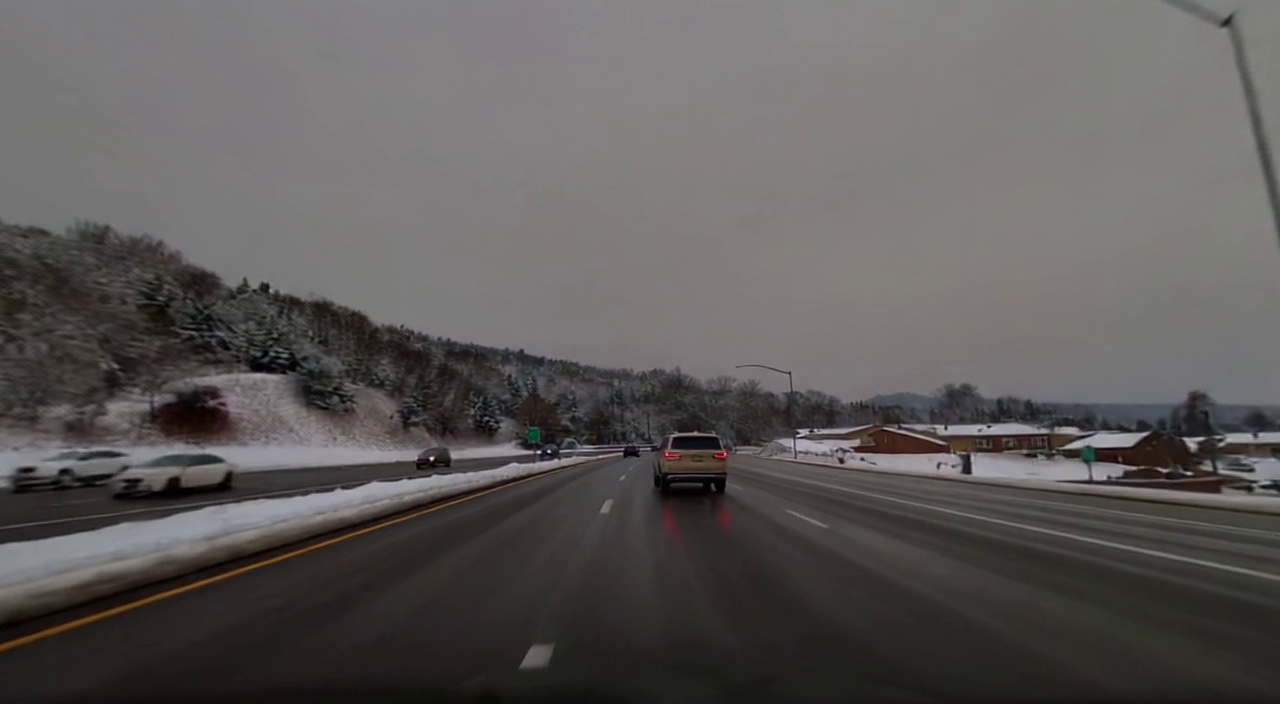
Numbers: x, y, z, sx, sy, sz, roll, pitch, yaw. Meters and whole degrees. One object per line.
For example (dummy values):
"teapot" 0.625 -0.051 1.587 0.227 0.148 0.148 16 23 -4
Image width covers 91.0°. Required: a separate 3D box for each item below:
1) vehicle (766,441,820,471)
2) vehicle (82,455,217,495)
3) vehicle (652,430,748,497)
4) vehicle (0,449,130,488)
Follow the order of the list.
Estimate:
"vehicle" 9.153 6.236 38.027 2.043 1.714 4.453 0 -8 -1
"vehicle" -20.313 5.076 26.366 1.869 1.454 4.622 0 -8 1
"vehicle" 1.625 3.288 18.937 2.318 1.766 4.587 0 -8 -1
"vehicle" -27.422 5.461 29.992 1.910 1.651 5.041 0 -8 1
